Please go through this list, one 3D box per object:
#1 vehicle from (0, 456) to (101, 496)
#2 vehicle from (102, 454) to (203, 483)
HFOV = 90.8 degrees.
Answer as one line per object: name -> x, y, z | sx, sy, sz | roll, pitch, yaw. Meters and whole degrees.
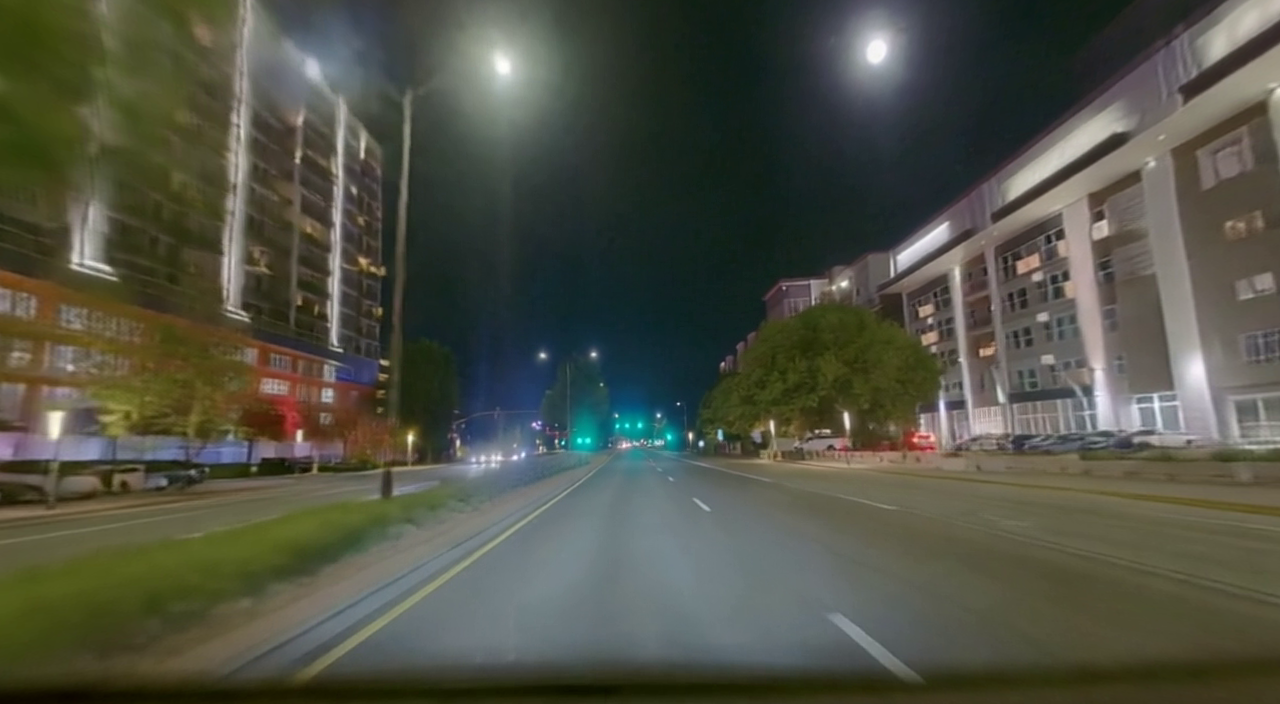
vehicle -> -28.799, 5.896, 30.367 | 1.989, 1.692, 4.362 | 0, -8, -3
vehicle -> -30.341, 7.258, 39.412 | 4.679, 1.661, 1.923 | 0, -8, 0
